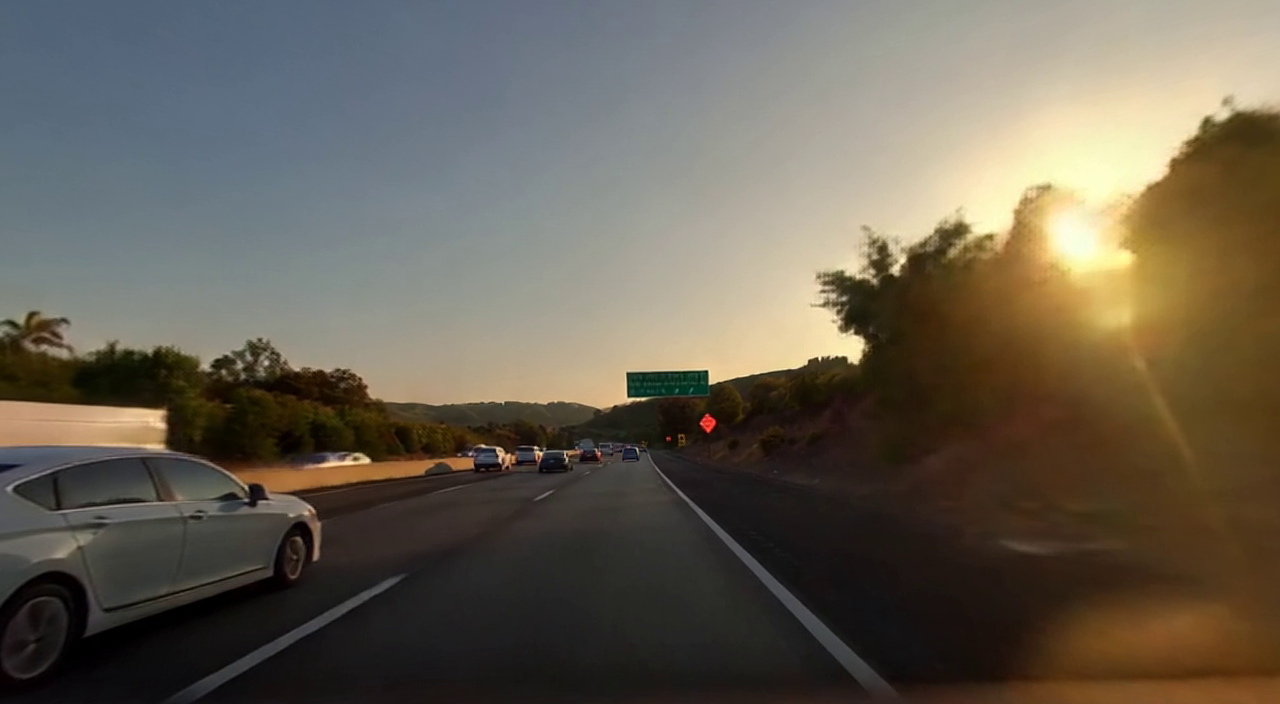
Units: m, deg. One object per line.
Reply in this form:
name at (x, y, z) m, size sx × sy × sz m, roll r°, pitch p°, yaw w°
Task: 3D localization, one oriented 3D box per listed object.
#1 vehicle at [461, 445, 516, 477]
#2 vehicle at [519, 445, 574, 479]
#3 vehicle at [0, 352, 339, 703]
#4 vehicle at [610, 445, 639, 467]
vehicle at (-7.800, 5.638, 32.596) m, size 1.936 × 1.516 × 3.904 m, roll 0°, pitch -9°, yaw 0°
vehicle at (-4.334, 5.146, 29.553) m, size 1.988 × 1.477 × 4.118 m, roll 0°, pitch -9°, yaw -1°
vehicle at (-4.012, 1.046, 3.823) m, size 2.074 × 1.779 × 4.588 m, roll 0°, pitch -9°, yaw -1°
vehicle at (-1.099, 7.498, 45.194) m, size 2.023 × 1.479 × 3.718 m, roll 0°, pitch -9°, yaw -1°
